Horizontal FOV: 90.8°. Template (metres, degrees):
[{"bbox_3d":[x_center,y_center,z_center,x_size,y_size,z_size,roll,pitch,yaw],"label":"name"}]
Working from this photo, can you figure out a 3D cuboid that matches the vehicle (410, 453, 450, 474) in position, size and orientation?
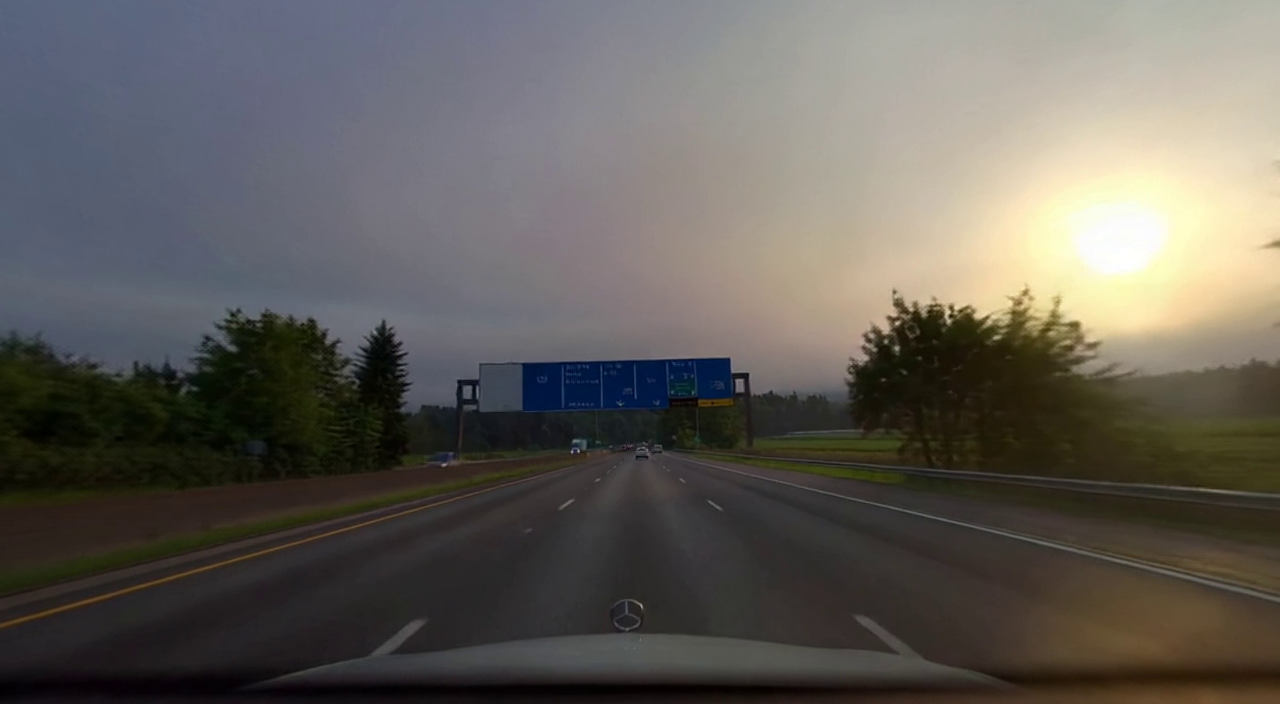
[{"bbox_3d":[-15.590,8.283,46.999,1.635,1.402,3.991,0,-9,0],"label":"vehicle"}]
